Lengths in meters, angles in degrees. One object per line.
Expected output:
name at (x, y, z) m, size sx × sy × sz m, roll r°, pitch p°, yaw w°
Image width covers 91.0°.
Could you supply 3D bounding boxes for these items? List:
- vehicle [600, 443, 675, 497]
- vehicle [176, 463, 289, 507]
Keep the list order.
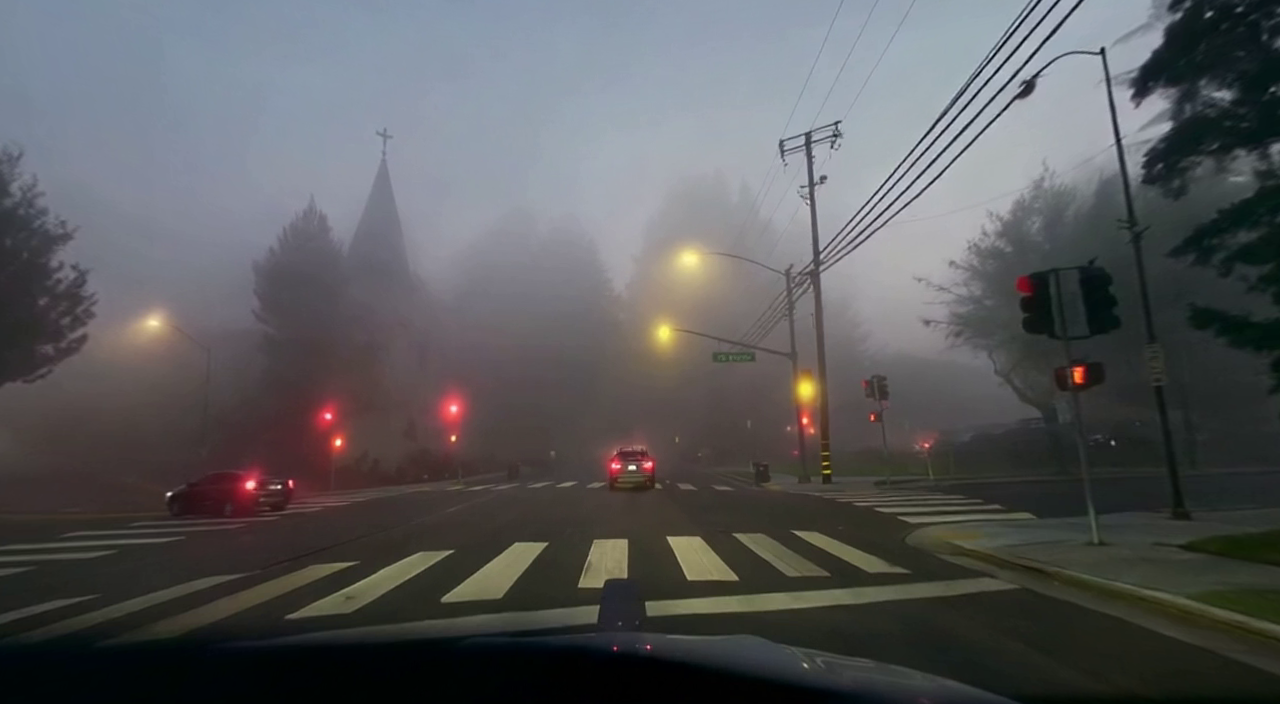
vehicle at (-0.103, 3.601, 19.604) m, size 2.093 × 1.497 × 4.010 m, roll 0°, pitch -9°, yaw -1°
vehicle at (-15.730, 5.066, 24.305) m, size 3.578 × 1.488 × 1.930 m, roll -4°, pitch -10°, yaw 25°
